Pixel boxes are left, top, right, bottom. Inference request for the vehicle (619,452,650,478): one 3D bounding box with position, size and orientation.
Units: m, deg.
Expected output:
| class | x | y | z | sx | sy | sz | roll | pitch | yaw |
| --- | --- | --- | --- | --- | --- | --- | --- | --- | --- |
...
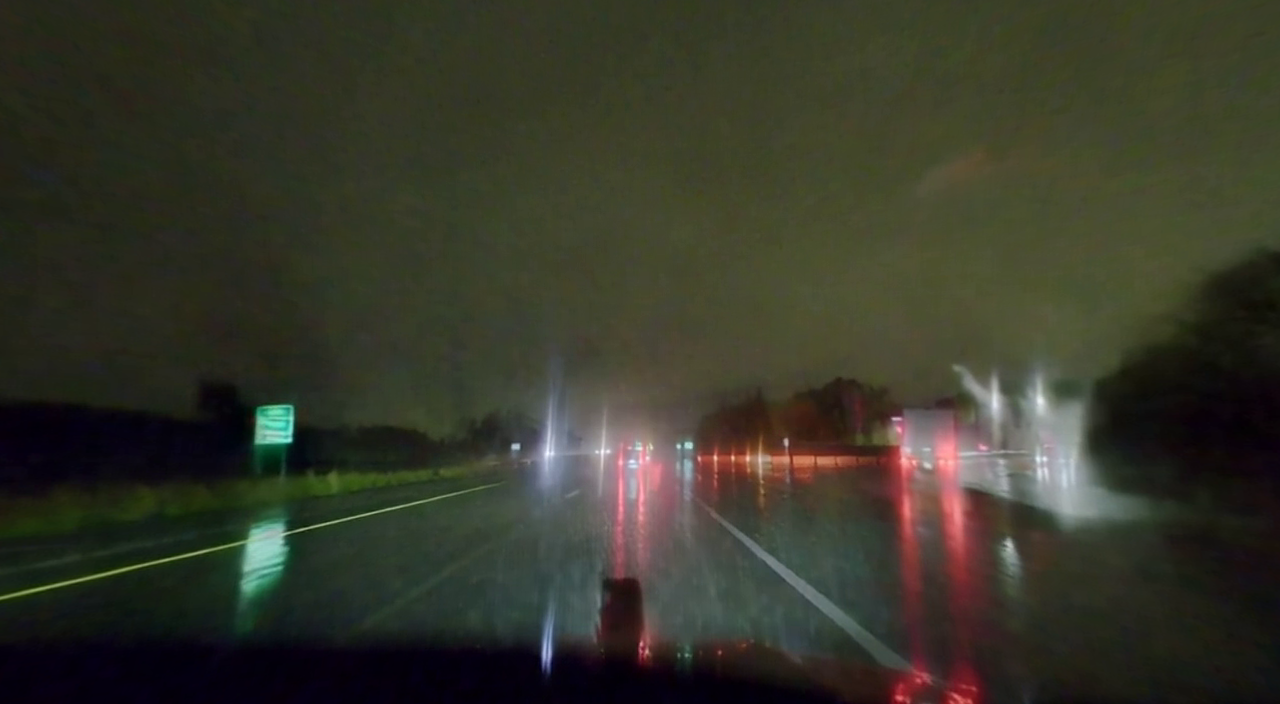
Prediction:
| class | x | y | z | sx | sy | sz | roll | pitch | yaw |
| --- | --- | --- | --- | --- | --- | --- | --- | --- | --- |
| vehicle | -0.286 | 6.671 | 37.521 | 1.695 | 1.437 | 3.506 | 0 | -9 | 1 |
